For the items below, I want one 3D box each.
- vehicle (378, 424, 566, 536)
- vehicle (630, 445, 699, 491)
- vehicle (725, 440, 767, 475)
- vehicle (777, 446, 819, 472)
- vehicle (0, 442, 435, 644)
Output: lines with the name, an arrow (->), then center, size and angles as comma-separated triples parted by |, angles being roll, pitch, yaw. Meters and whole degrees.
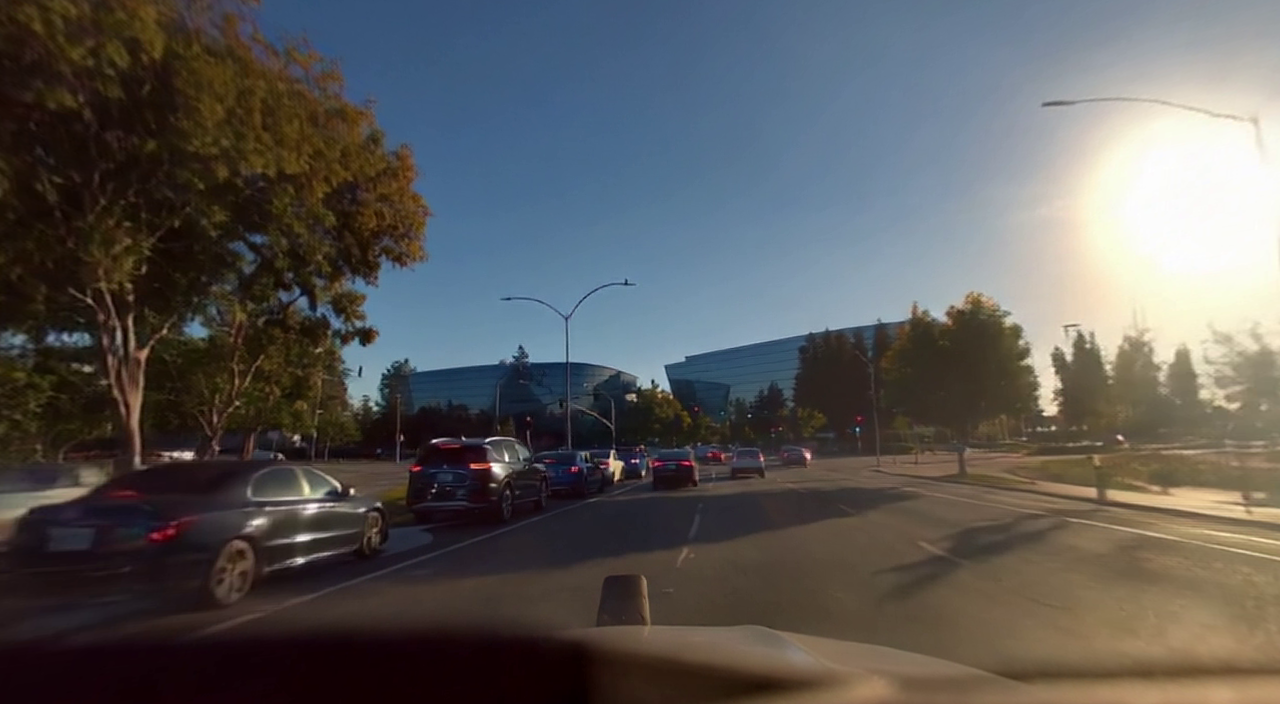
vehicle -> -3.327, 2.632, 13.508 | 2.142, 1.834, 4.588 | -6, -9, 8
vehicle -> 1.035, 4.284, 23.754 | 2.205, 1.537, 4.895 | -1, -8, 7
vehicle -> 5.834, 5.796, 34.760 | 2.102, 1.815, 4.716 | -2, -9, 8
vehicle -> 10.440, 7.093, 41.783 | 2.120, 1.497, 4.323 | -3, -9, 6
vehicle -> -4.430, 1.834, 7.370 | 1.868, 1.514, 4.870 | -1, -9, 8
